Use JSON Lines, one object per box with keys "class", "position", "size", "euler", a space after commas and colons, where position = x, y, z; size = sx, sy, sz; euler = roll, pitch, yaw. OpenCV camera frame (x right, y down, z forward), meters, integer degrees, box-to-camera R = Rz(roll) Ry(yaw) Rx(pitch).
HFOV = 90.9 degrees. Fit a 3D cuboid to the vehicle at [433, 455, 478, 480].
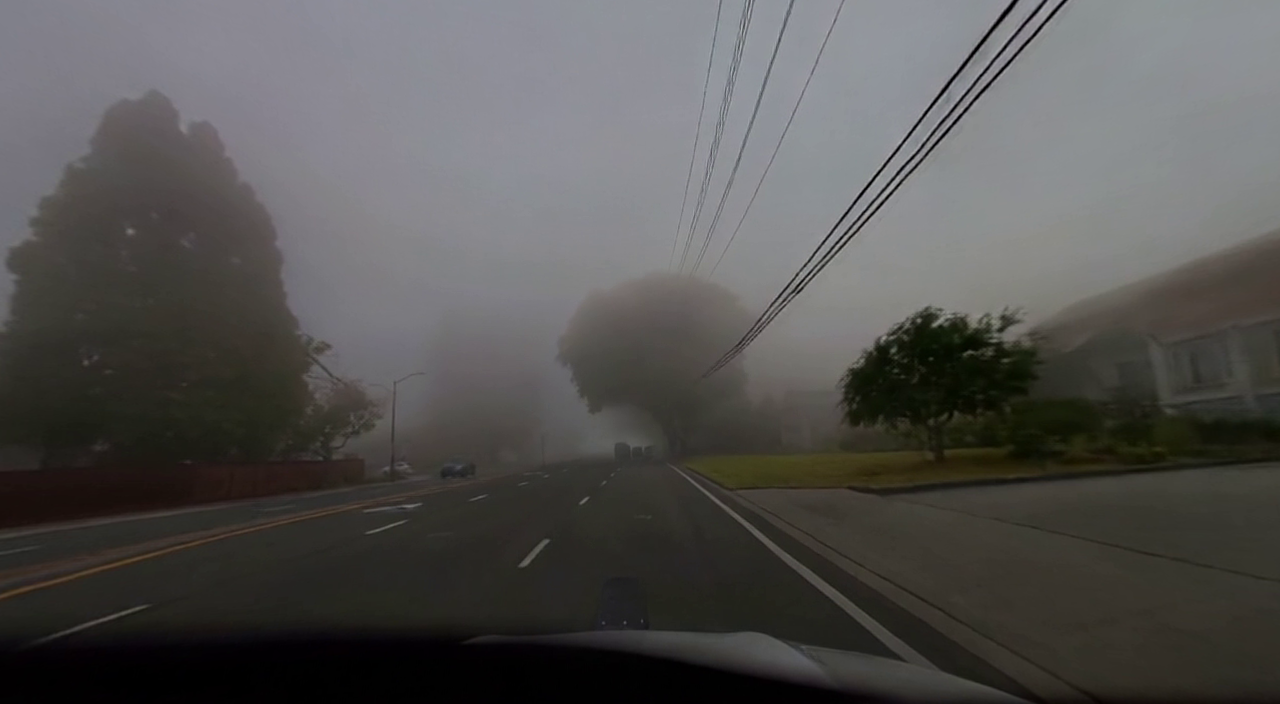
{"class": "vehicle", "position": [-14.167, 8.865, 48.630], "size": [1.996, 1.695, 4.635], "euler": [-1, -8, 0]}
